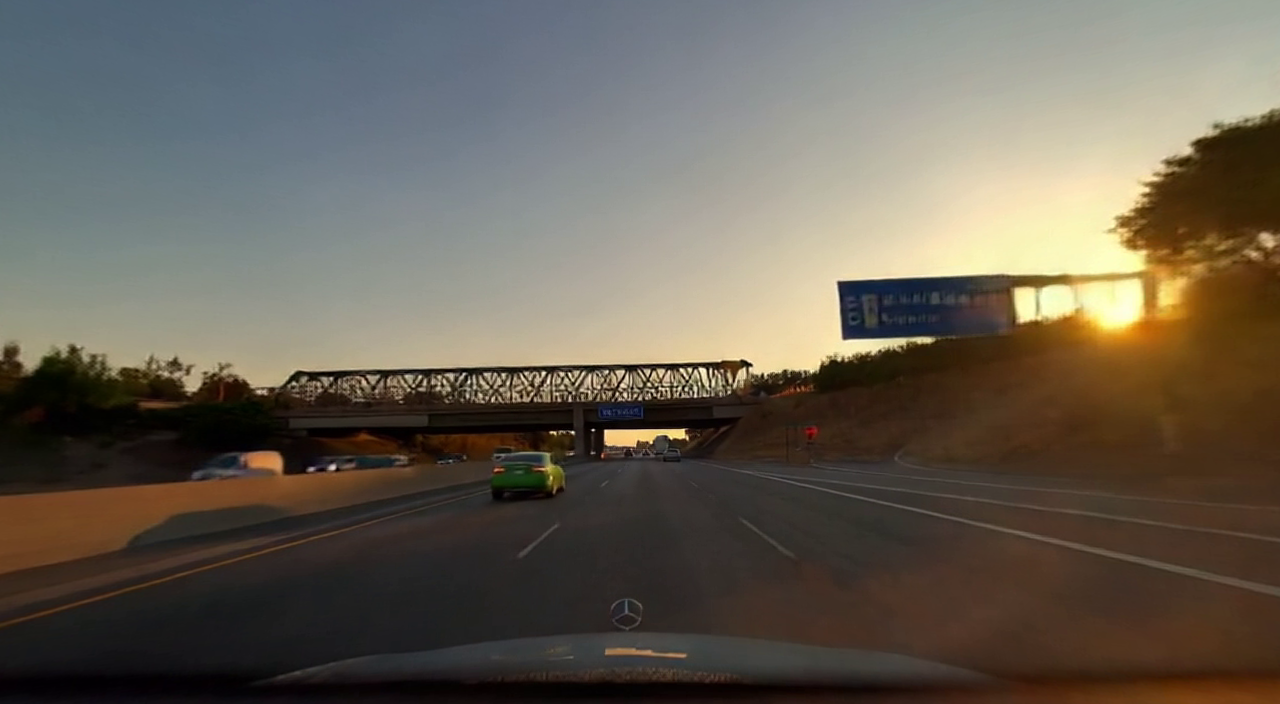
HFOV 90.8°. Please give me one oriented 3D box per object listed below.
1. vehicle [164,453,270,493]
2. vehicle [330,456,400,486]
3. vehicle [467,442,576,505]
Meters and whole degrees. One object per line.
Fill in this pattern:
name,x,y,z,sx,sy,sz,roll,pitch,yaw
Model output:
vehicle,-22.319,6.386,33.627,2.063,1.909,5.073,0,-9,1
vehicle,-14.686,6.330,33.927,1.865,1.463,4.048,0,-9,1
vehicle,-3.193,3.389,18.010,2.180,1.537,4.459,0,-9,1
